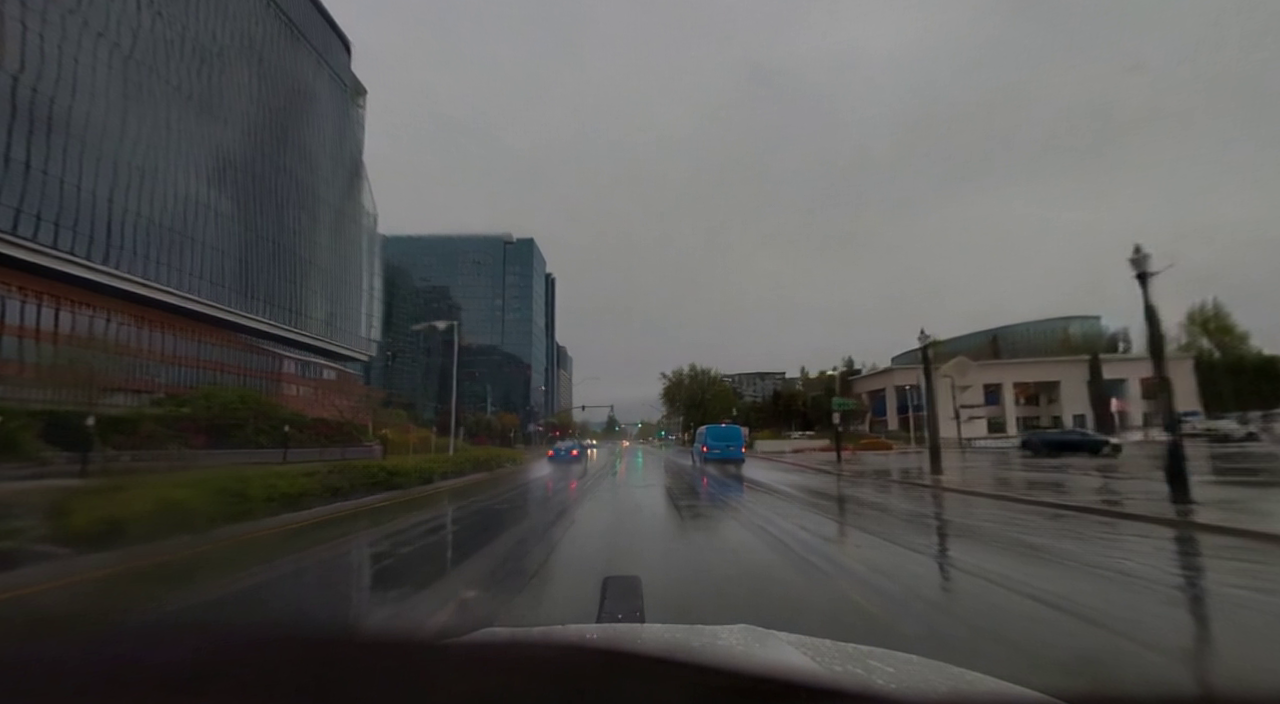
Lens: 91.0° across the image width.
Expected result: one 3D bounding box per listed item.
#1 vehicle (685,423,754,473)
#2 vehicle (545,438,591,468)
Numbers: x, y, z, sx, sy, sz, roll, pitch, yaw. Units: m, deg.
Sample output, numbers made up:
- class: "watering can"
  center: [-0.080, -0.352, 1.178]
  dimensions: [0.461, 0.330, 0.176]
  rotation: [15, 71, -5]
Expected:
- class: "vehicle"
  center: [3.270, 4.102, 27.022]
  dimensions: [2.200, 1.914, 5.145]
  rotation: [0, -8, -1]
- class: "vehicle"
  center: [-3.705, 5.273, 33.147]
  dimensions: [1.864, 1.464, 4.195]
  rotation: [0, -8, 1]
